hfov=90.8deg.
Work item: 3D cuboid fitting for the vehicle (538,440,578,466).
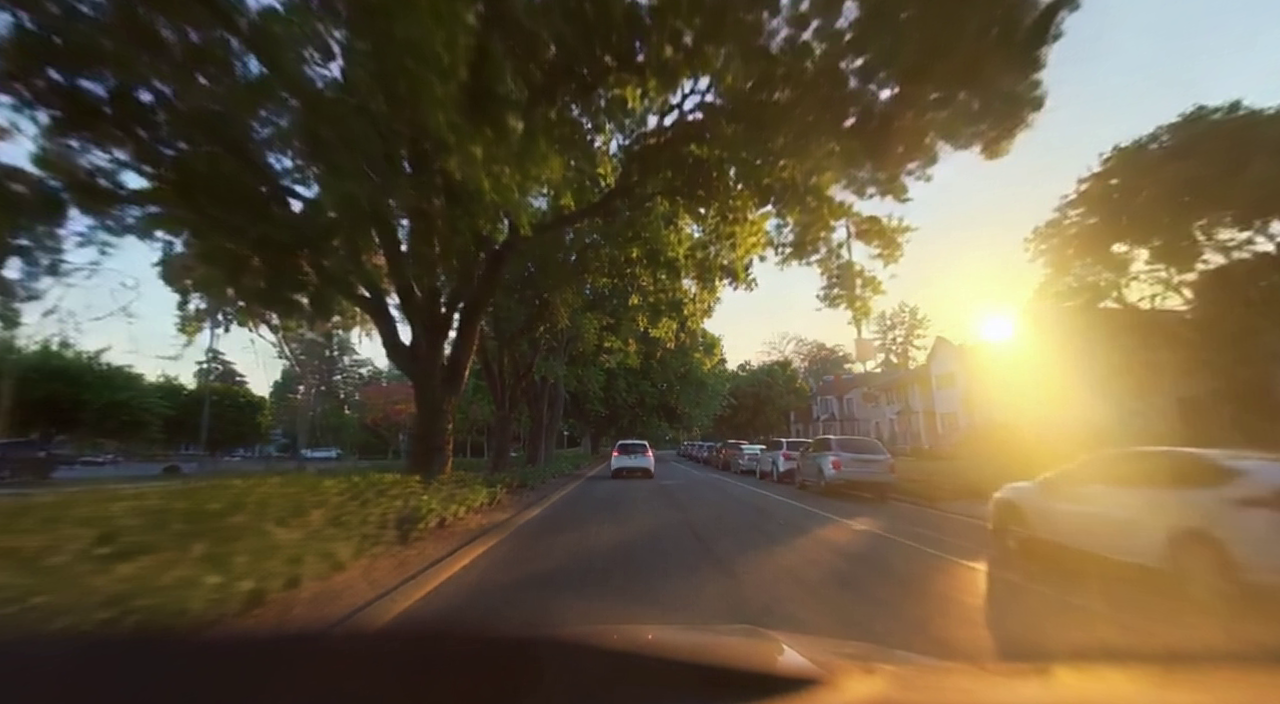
[{"bbox_3d":[-4.973,6.222,38.975,2.105,1.474,4.808,0,-8,-3],"label":"vehicle"}]

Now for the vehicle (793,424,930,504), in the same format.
[{"bbox_3d":[5.825,3.008,17.363,2.139,1.872,4.585,0,-8,1],"label":"vehicle"}]

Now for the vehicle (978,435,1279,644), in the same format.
[{"bbox_3d":[5.562,1.561,5.988,2.022,1.484,4.612,0,-8,-2],"label":"vehicle"}]

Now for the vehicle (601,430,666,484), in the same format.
[{"bbox_3d":[-0.263,3.632,22.162,2.070,1.698,3.925,0,-8,-1],"label":"vehicle"}]
